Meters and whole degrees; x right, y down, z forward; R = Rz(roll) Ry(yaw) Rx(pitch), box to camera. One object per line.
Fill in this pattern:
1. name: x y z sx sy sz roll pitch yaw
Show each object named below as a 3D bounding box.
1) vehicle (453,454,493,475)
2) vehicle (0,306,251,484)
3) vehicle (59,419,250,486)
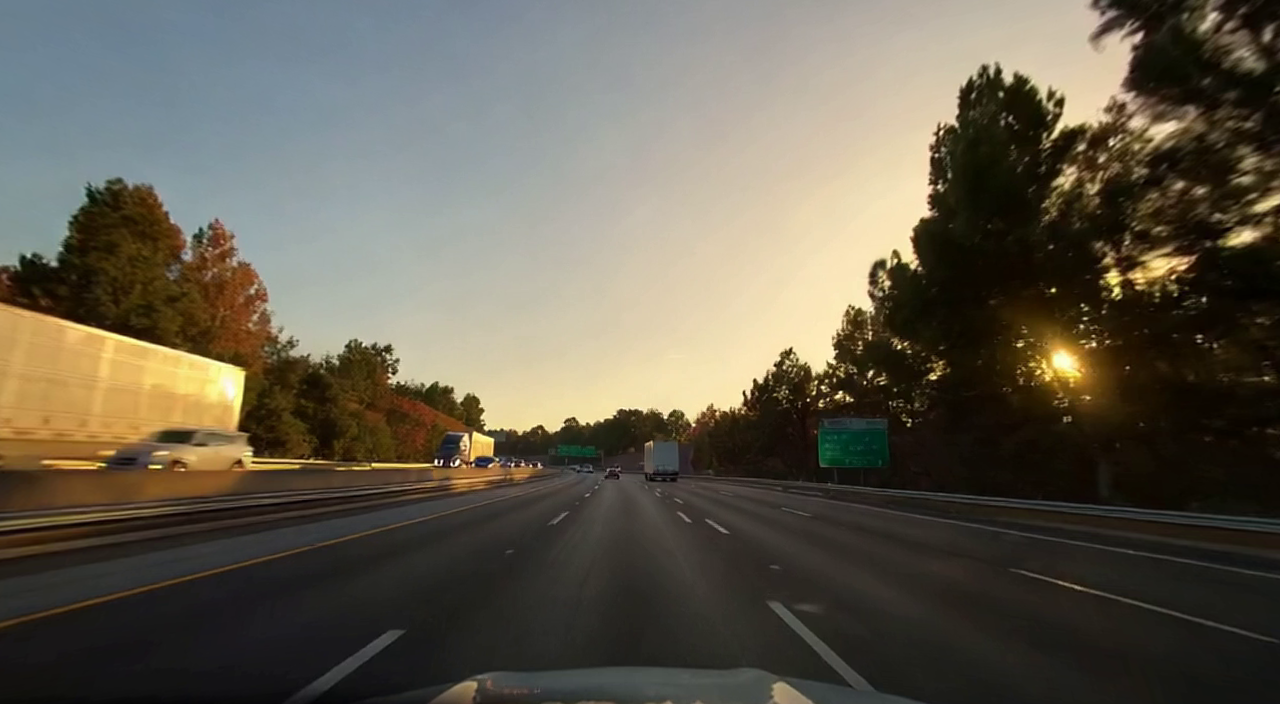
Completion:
1. vehicle: -12.767 8.667 48.480 1.949 1.465 4.211 1 -11 -1
2. vehicle: -16.088 1.365 16.515 2.841 3.975 14.213 1 -11 -1
3. vehicle: -12.309 2.659 16.392 1.741 1.478 4.057 1 -11 -1
